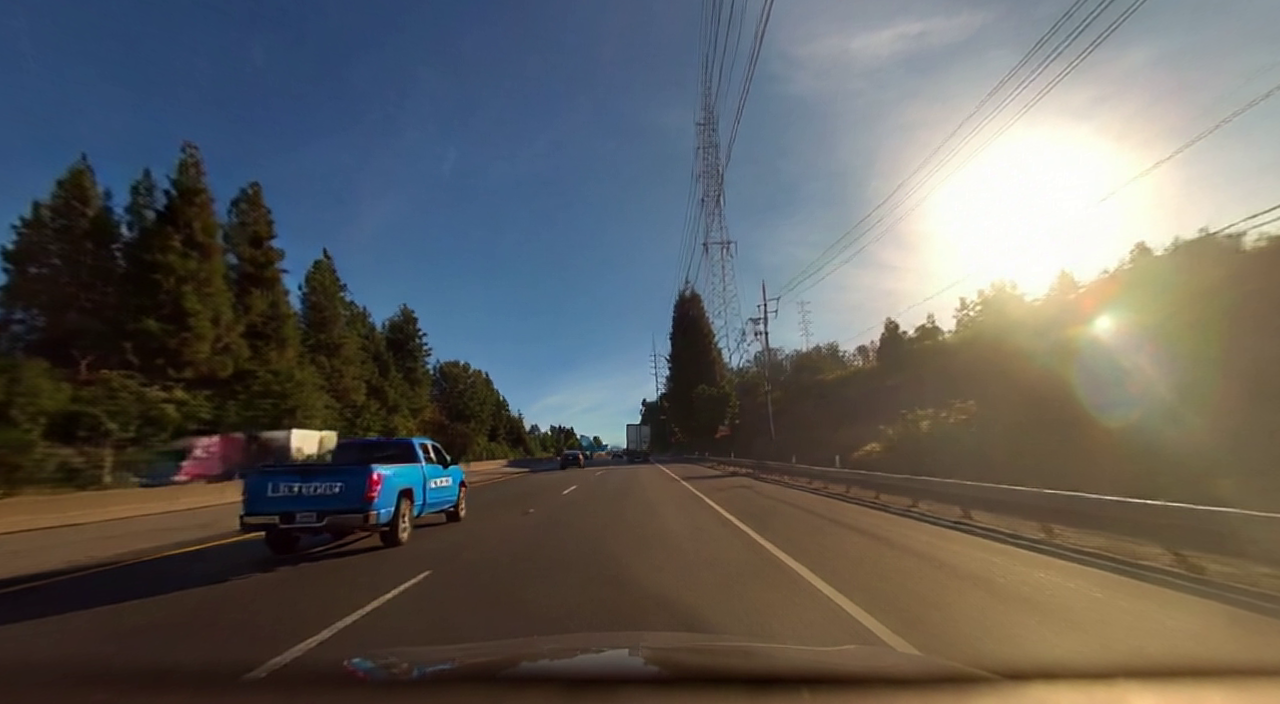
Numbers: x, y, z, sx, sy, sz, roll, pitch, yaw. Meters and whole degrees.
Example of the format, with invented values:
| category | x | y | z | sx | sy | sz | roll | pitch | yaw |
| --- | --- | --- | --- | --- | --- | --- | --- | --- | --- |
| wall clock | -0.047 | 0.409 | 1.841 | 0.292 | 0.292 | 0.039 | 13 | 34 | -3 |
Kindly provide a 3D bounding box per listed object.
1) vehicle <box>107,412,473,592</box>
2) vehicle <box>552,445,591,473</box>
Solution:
| category | x | y | z | sx | sy | sz | roll | pitch | yaw |
| --- | --- | --- | --- | --- | --- | --- | --- | --- | --- |
| vehicle | -4.002 | 1.805 | 8.547 | 2.049 | 1.697 | 4.998 | 0 | -9 | 0 |
| vehicle | -4.448 | 6.995 | 41.444 | 2.111 | 1.735 | 4.066 | 0 | -9 | 1 |
